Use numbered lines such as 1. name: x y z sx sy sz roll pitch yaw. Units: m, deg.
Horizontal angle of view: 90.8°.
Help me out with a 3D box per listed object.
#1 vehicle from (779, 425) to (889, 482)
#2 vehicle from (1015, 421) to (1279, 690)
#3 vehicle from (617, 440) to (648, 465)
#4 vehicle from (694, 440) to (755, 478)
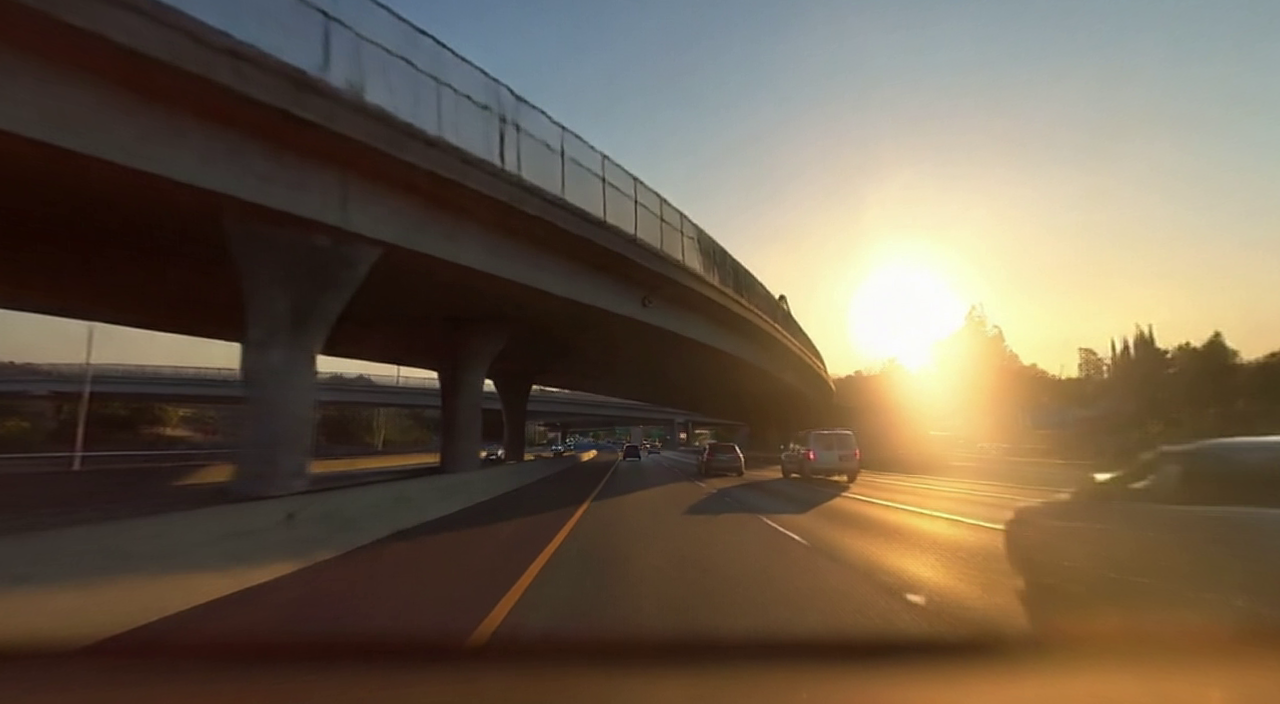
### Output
1. vehicle: 7.663 4.117 25.817 2.448 2.042 5.959 0 -8 -1
2. vehicle: 4.481 1.129 3.570 1.971 1.453 4.414 0 -8 0
3. vehicle: -0.596 7.545 47.522 2.256 1.743 4.189 0 -8 -1
4. vehicle: 3.822 4.940 29.454 2.005 1.585 4.863 0 -8 -2
